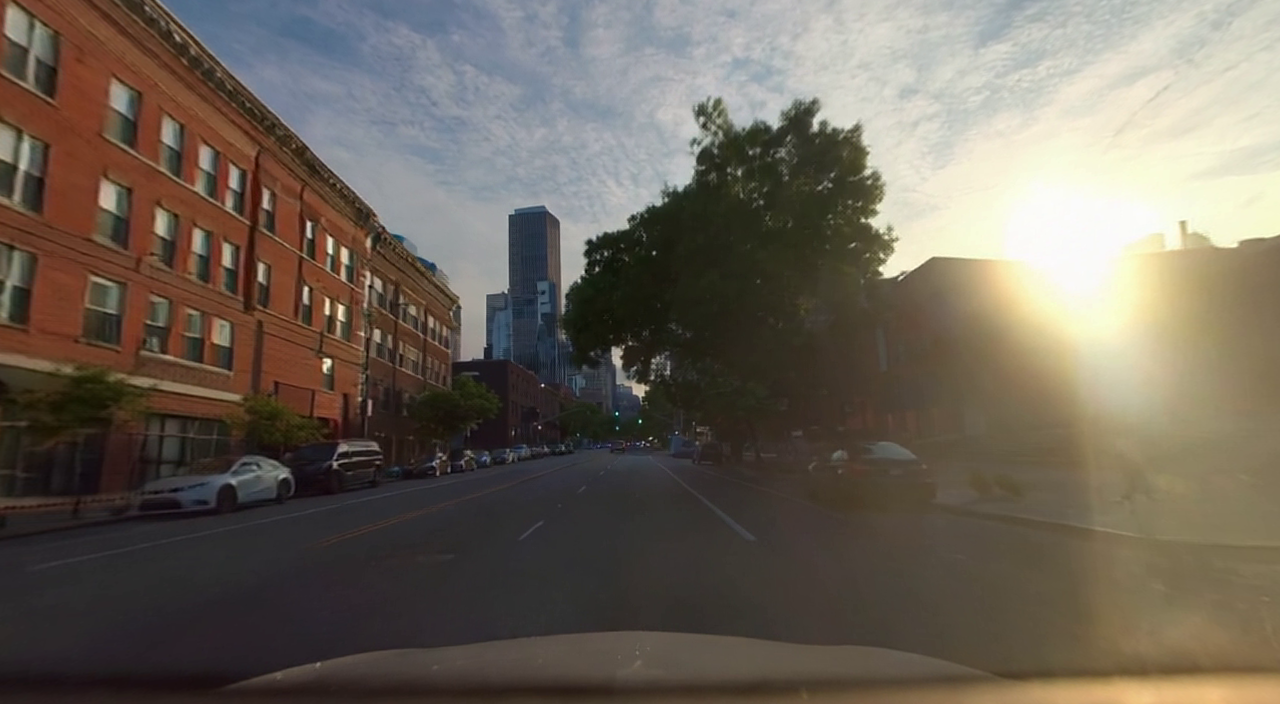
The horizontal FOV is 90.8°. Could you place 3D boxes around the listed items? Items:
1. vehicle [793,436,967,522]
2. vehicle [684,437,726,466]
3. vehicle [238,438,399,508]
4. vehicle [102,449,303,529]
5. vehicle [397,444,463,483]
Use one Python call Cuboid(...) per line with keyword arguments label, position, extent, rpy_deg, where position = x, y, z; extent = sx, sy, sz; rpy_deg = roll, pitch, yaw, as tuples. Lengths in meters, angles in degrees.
Cuboid(label="vehicle", position=(4.844, 2.608, 13.594), extent=(1.929, 1.522, 4.543), rpy_deg=(0, -8, 0))
Cuboid(label="vehicle", position=(4.428, 6.920, 44.081), extent=(2.237, 1.908, 5.320), rpy_deg=(0, -8, -1))
Cuboid(label="vehicle", position=(-10.995, 4.158, 22.403), extent=(2.574, 1.922, 6.292), rpy_deg=(-4, -8, -2))
Cuboid(label="vehicle", position=(-11.126, 3.450, 16.624), extent=(1.992, 1.629, 4.773), rpy_deg=(-4, -8, -1))
Cuboid(label="vehicle", position=(-11.470, 6.072, 34.907), extent=(1.970, 1.828, 5.519), rpy_deg=(-3, -8, -3))
